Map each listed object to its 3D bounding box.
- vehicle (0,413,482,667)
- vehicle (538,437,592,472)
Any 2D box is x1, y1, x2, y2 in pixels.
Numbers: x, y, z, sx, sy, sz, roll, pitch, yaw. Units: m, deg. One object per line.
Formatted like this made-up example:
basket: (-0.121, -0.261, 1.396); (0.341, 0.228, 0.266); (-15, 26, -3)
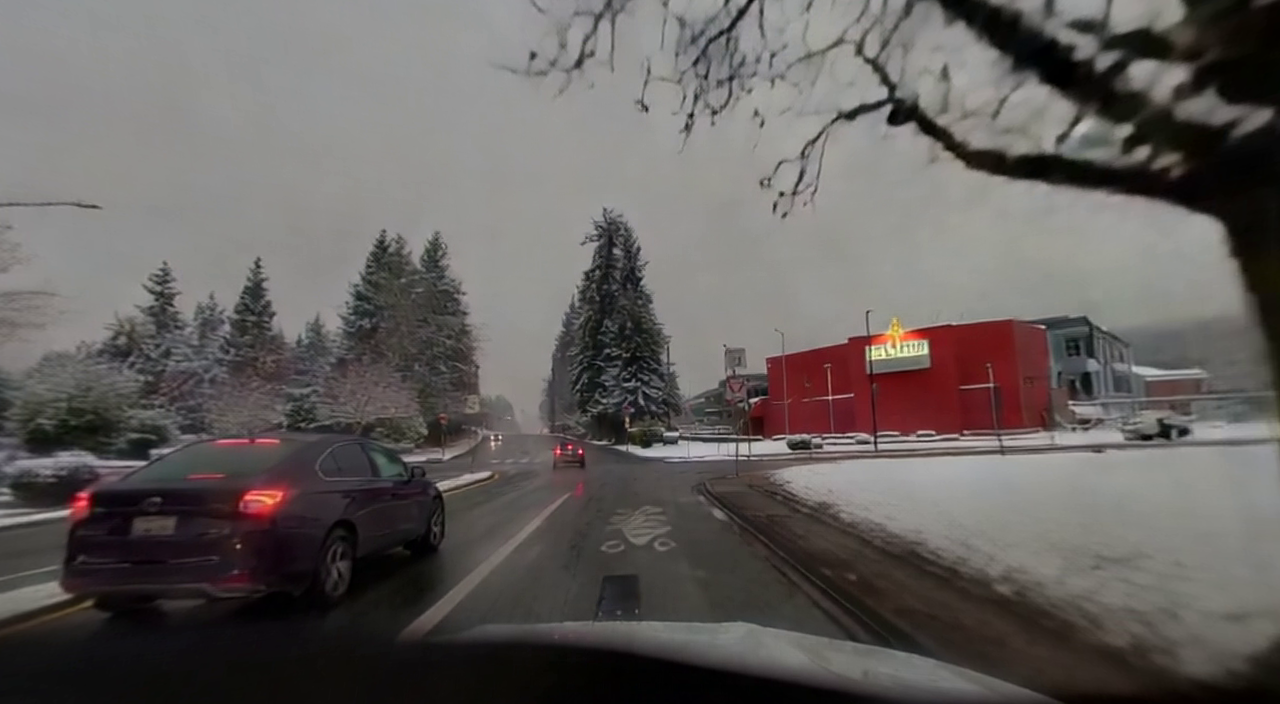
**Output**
vehicle: (-3.023, 1.412, 5.956); (1.853, 1.478, 4.381); (0, -8, 1)
vehicle: (-3.229, 4.481, 27.840); (1.962, 1.424, 4.289); (0, -8, -1)
